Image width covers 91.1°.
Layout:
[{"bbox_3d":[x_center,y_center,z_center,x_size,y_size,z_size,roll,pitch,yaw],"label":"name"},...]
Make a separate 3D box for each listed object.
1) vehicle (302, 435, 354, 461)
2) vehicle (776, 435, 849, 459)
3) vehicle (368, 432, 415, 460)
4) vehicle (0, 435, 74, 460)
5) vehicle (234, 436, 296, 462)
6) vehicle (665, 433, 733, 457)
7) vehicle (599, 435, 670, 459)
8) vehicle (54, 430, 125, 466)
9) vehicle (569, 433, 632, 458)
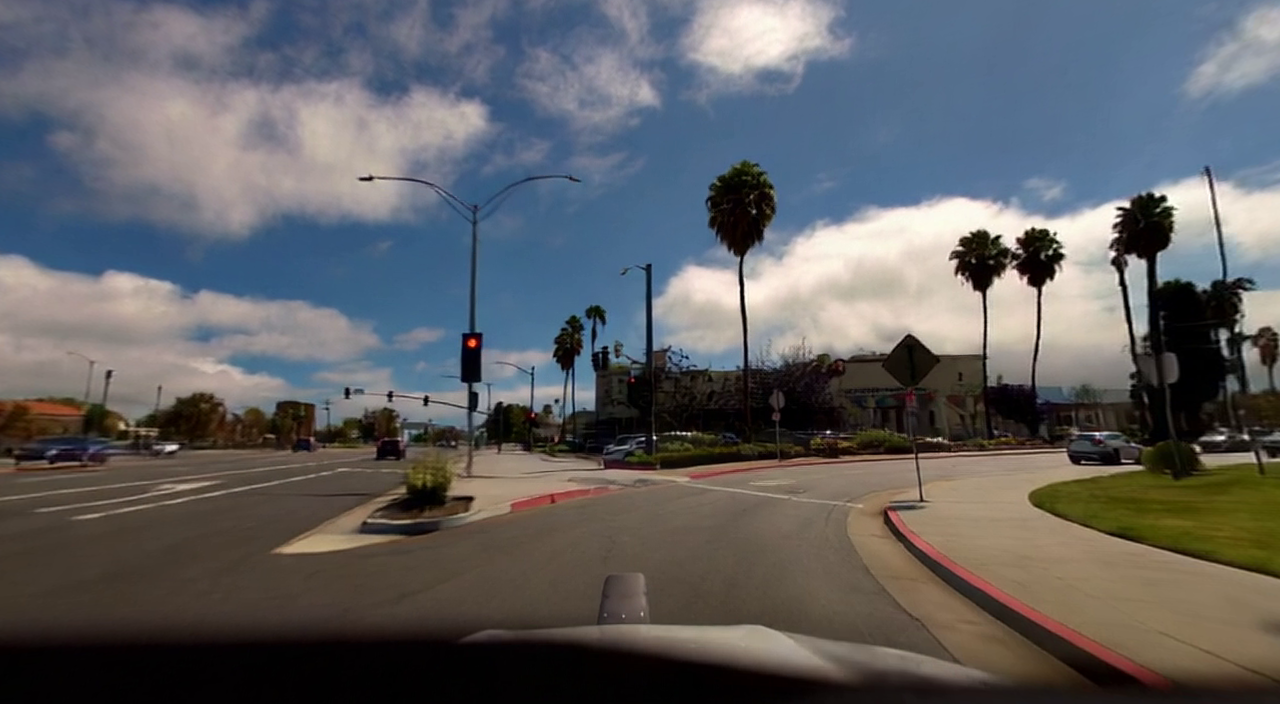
[{"bbox_3d":[-20.176,6.210,40.722,1.977,1.584,3.983,2,-9,-12],"label":"vehicle"},{"bbox_3d":[13.567,7.497,49.446,5.112,1.593,1.865,-1,-9,-12],"label":"vehicle"},{"bbox_3d":[-16.680,6.320,42.326,2.114,1.784,4.450,2,-9,-11],"label":"vehicle"},{"bbox_3d":[-43.234,6.799,44.893,4.371,1.712,1.992,-3,-9,19],"label":"vehicle"},{"bbox_3d":[-22.923,5.964,38.561,1.900,1.462,4.225,2,-9,-12],"label":"vehicle"},{"bbox_3d":[4.451,7.037,47.591,4.713,1.664,1.909,1,-10,-12],"label":"vehicle"},{"bbox_3d":[-0.405,6.589,43.607,4.648,1.501,1.862,3,-9,-11],"label":"vehicle"},{"bbox_3d":[-28.645,5.005,32.806,2.156,1.742,4.264,6,-10,-34],"label":"vehicle"},{"bbox_3d":[-2.925,6.958,46.396,4.333,1.626,1.888,4,-11,-11],"label":"vehicle"}]
